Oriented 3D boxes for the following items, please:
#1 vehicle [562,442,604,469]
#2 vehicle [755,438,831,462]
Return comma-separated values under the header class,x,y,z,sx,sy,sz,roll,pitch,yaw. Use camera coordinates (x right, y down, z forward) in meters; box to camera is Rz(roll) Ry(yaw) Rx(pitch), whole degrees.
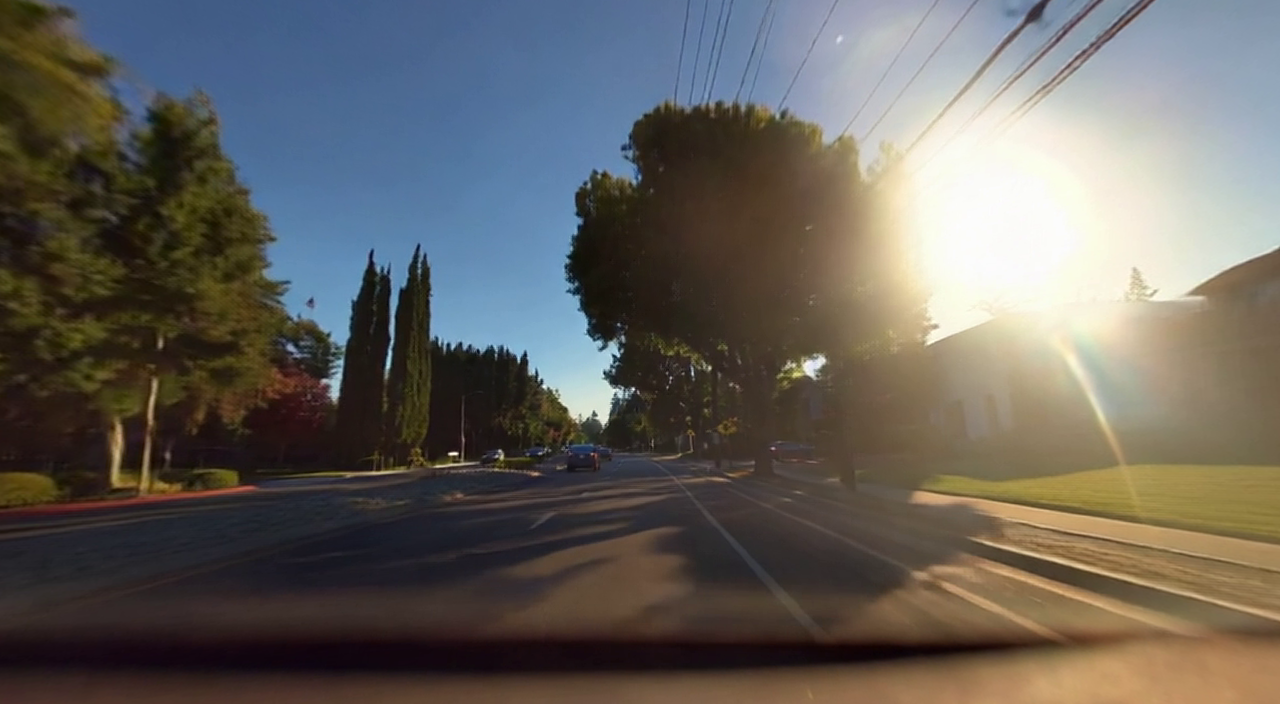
class,x,y,z,sx,sy,sz,roll,pitch,yaw
vehicle,-3.359,6.203,37.979,2.084,1.466,4.522,0,-9,1
vehicle,11.221,7.191,46.342,4.904,1.735,2.270,3,-9,-20
